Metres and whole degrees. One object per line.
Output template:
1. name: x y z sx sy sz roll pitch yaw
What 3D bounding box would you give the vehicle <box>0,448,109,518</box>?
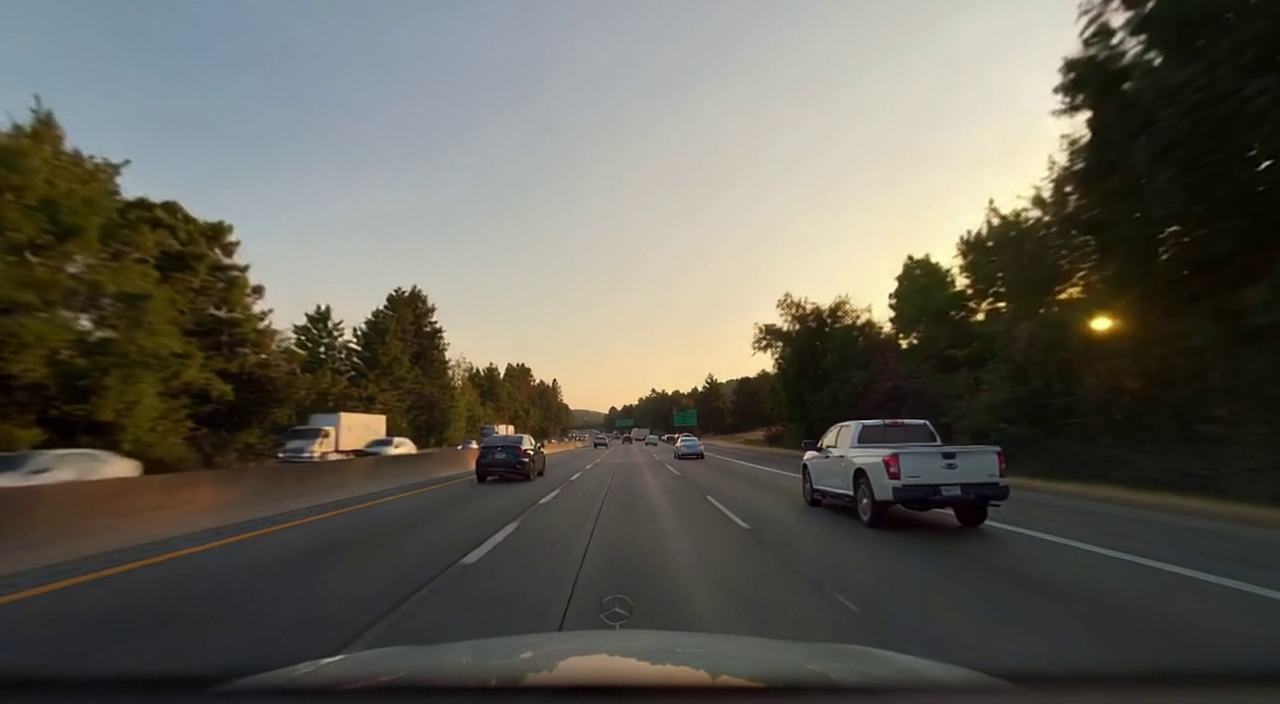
1. vehicle: -15.310 3.030 14.602 1.928 1.502 4.794 0 -8 -1

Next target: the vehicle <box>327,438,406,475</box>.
1. vehicle: -11.784 4.512 27.446 1.784 1.468 3.783 0 -8 -1

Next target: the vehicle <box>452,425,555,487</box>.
1. vehicle: -3.897 3.039 18.913 2.011 1.614 4.808 0 -8 0

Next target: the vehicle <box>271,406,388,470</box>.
1. vehicle: -19.684 5.539 40.812 2.897 3.700 8.805 0 -8 1

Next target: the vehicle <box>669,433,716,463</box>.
1. vehicle: 2.694 5.044 33.353 1.990 1.480 3.865 0 -8 -2

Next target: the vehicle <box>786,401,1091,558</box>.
1. vehicle: 3.717 1.665 9.081 1.949 1.639 4.748 0 -8 -2
